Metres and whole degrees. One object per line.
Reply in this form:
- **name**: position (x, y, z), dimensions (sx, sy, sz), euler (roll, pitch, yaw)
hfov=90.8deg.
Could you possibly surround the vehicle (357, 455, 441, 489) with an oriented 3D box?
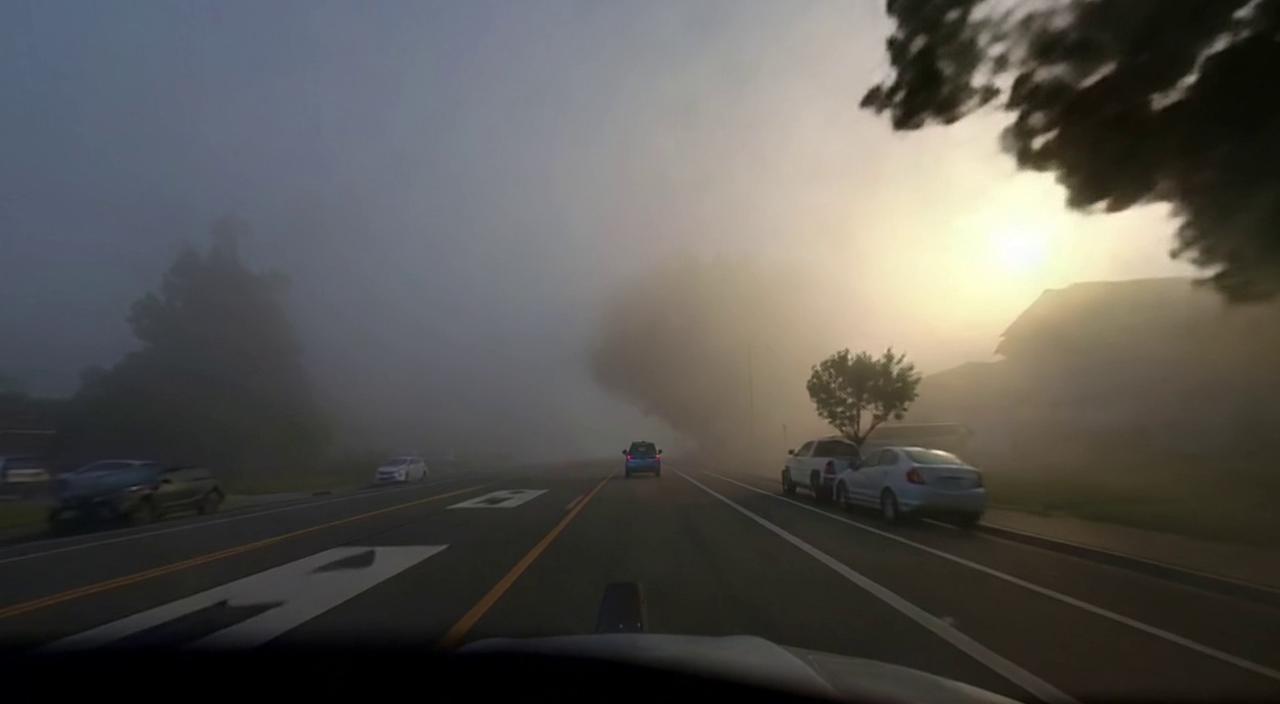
- **vehicle**: position (-12.460, 6.221, 33.131), dimensions (2.192, 1.541, 5.391), euler (0, -9, 1)

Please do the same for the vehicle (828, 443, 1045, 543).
- **vehicle**: position (5.055, 2.423, 11.558), dimensions (1.902, 1.472, 4.139), euler (0, -9, -1)

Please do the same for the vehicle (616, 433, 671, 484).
- **vehicle**: position (0.114, 4.474, 26.867), dimensions (2.153, 1.942, 4.767), euler (0, -9, -1)

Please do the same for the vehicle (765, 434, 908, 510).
- **vehicle**: position (4.958, 3.098, 16.820), dimensions (2.153, 1.730, 4.659), euler (0, -9, -2)

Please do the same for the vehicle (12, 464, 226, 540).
- **vehicle**: position (-12.260, 3.499, 15.270), dimensions (1.920, 1.476, 3.826), euler (0, -9, -2)
